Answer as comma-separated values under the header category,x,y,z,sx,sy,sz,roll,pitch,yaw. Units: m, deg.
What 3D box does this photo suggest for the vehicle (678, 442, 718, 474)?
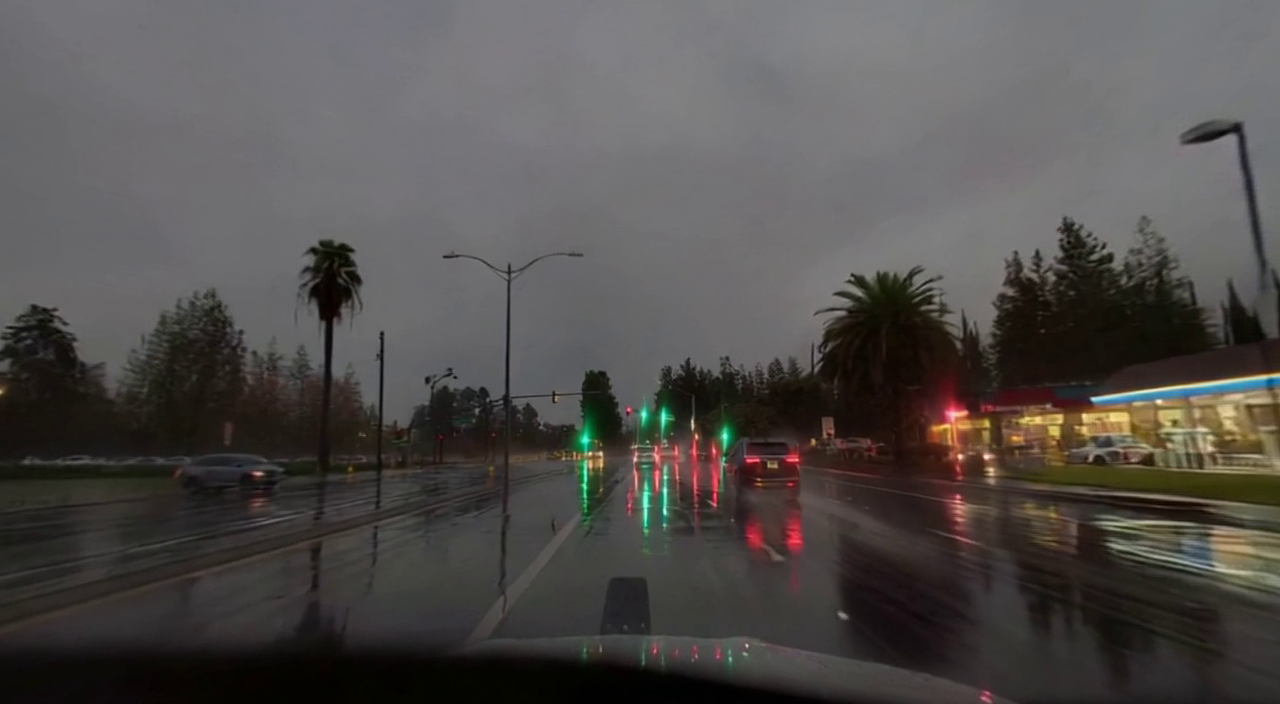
category,x,y,z,sx,sy,sz,roll,pitch,yaw
vehicle,3.739,6.954,41.725,2.154,1.975,4.634,0,-9,0

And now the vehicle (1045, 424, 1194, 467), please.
category,x,y,z,sx,sy,sz,roll,pitch,yaw
vehicle,21.431,4.187,28.353,4.831,1.816,2.295,0,-9,-2

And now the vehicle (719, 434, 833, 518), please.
category,x,y,z,sx,sy,sz,roll,pitch,yaw
vehicle,3.164,2.955,15.511,1.872,1.752,3.896,0,-9,-1

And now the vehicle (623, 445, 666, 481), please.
category,x,y,z,sx,sy,sz,roll,pitch,yaw
vehicle,0.190,5.453,31.221,1.991,1.664,3.814,0,-9,0

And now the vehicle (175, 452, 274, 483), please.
category,x,y,z,sx,sy,sz,roll,pitch,yaw
vehicle,-26.693,7.377,40.589,2.124,1.784,4.803,-8,-11,40
